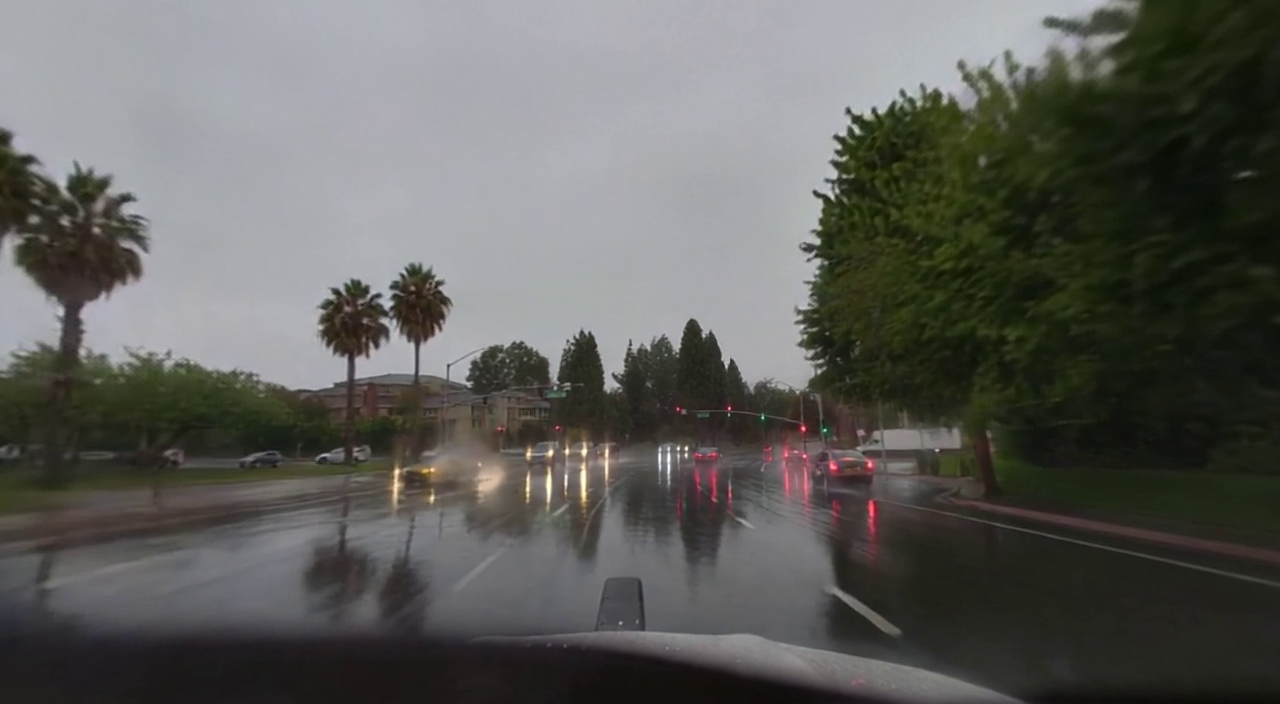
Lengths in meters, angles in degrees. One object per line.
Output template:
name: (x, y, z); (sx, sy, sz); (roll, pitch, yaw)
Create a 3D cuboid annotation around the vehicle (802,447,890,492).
vehicle: (7.455, 4.284, 23.372); (2.144, 1.473, 4.638); (-1, -9, 6)

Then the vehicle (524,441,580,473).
vehicle: (-5.108, 6.182, 37.445); (2.072, 1.738, 4.757); (-1, -9, 8)
